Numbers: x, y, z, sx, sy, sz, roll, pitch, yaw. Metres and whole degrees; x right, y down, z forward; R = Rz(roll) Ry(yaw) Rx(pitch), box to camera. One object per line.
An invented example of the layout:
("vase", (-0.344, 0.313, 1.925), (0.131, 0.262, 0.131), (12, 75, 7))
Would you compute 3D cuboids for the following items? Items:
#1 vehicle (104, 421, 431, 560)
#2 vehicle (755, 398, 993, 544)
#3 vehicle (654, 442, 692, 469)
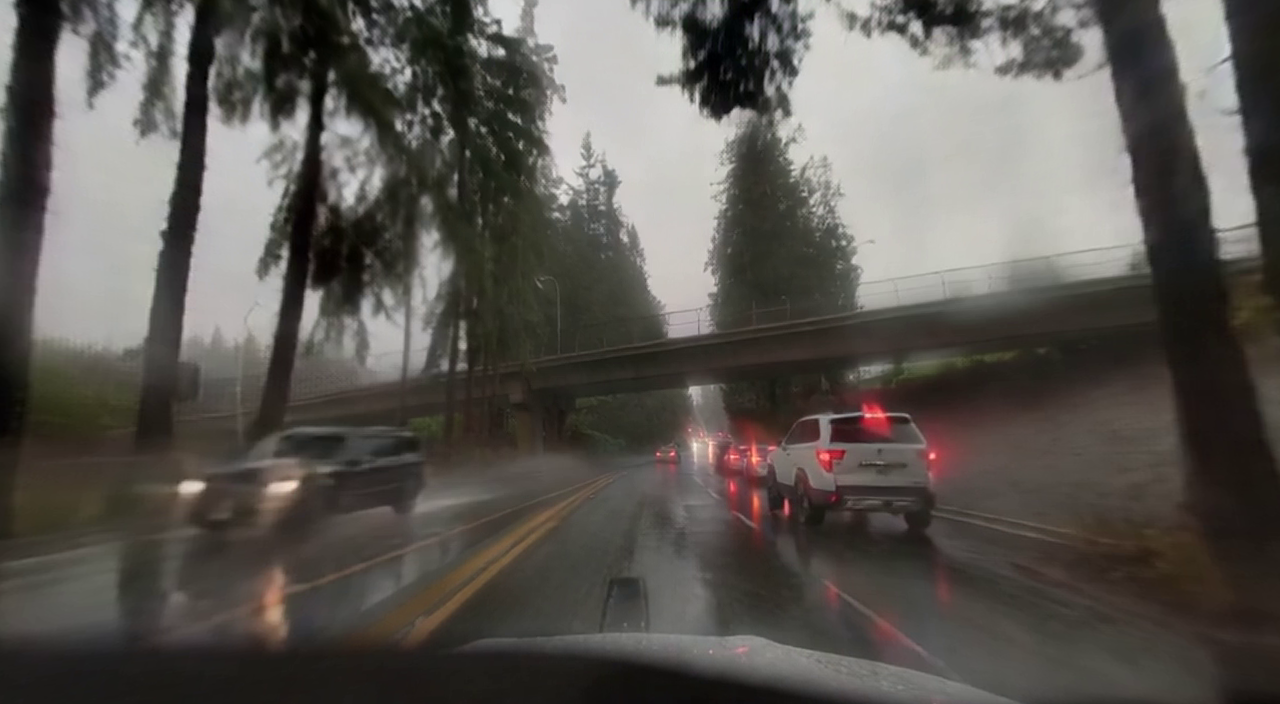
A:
("vehicle", (-4.905, 1.864, 9.207), (2.009, 1.527, 4.119), (0, -9, 5))
("vehicle", (3.607, 1.972, 11.021), (2.273, 1.944, 4.866), (0, -9, 0))
("vehicle", (2.053, 6.290, 38.354), (2.078, 1.506, 4.058), (-1, -9, 6))
